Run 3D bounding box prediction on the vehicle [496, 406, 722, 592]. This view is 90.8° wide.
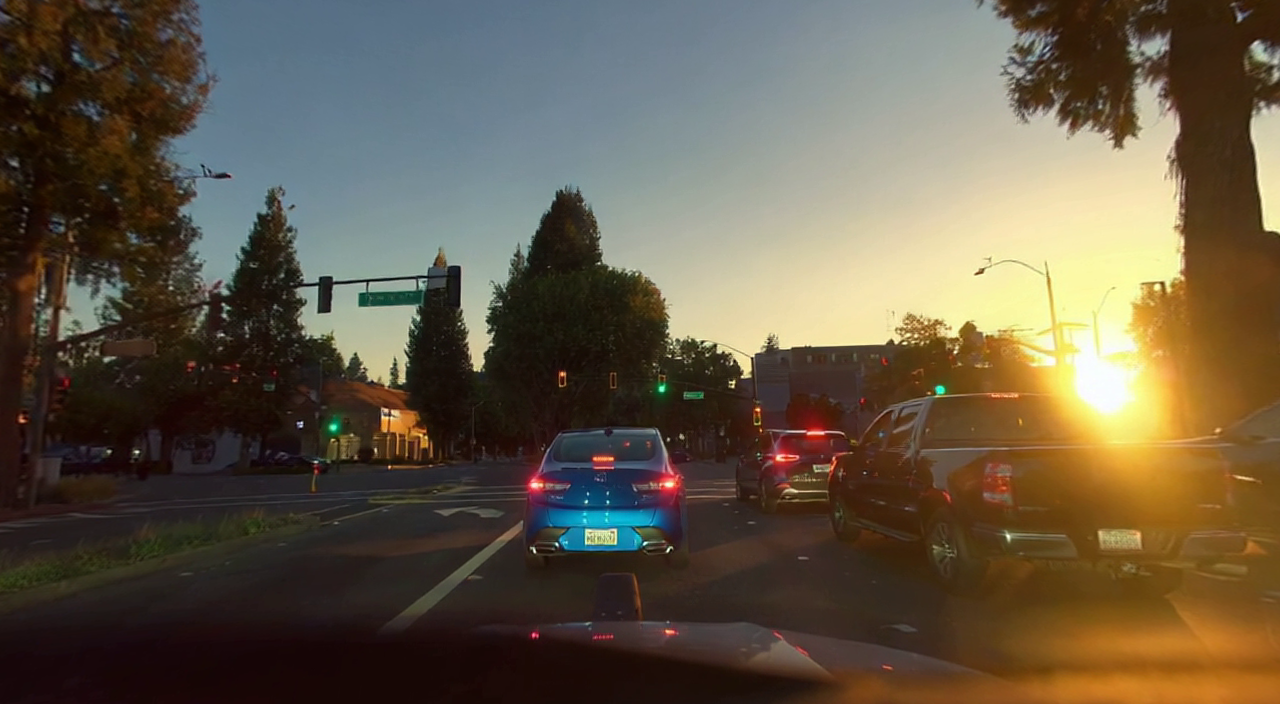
[{"bbox_3d":[-0.274,1.608,7.646,2.037,1.674,3.693,0,-8,0],"label":"vehicle"}]

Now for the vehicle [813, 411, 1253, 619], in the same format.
[{"bbox_3d":[3.600,1.568,7.118,1.955,1.550,4.587,0,-8,-1],"label":"vehicle"}]

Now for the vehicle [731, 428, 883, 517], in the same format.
[{"bbox_3d":[3.376,2.529,13.780,2.031,1.626,4.264,0,-8,-1],"label":"vehicle"}]
